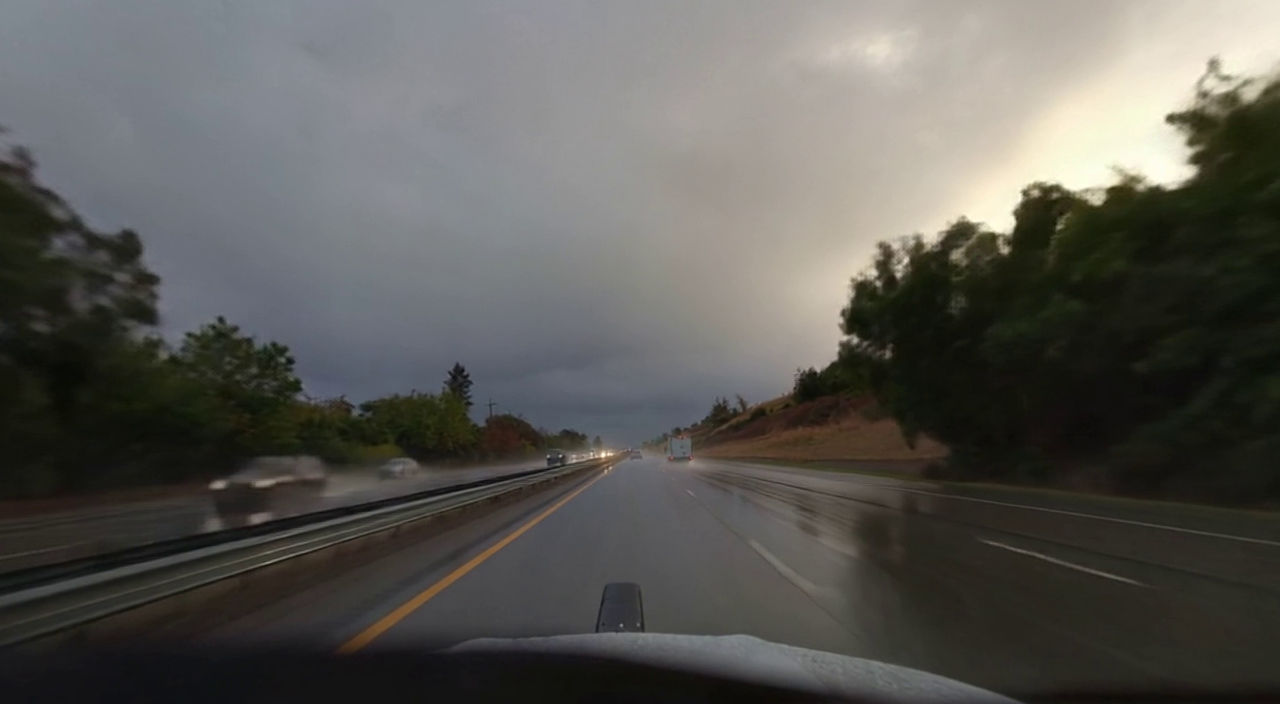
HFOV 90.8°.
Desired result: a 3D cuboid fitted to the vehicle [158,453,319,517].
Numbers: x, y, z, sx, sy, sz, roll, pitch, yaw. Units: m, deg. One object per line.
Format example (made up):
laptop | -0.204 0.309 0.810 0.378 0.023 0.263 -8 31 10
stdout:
vehicle | -11.736 3.867 18.894 1.958 1.633 4.349 0 -9 0
